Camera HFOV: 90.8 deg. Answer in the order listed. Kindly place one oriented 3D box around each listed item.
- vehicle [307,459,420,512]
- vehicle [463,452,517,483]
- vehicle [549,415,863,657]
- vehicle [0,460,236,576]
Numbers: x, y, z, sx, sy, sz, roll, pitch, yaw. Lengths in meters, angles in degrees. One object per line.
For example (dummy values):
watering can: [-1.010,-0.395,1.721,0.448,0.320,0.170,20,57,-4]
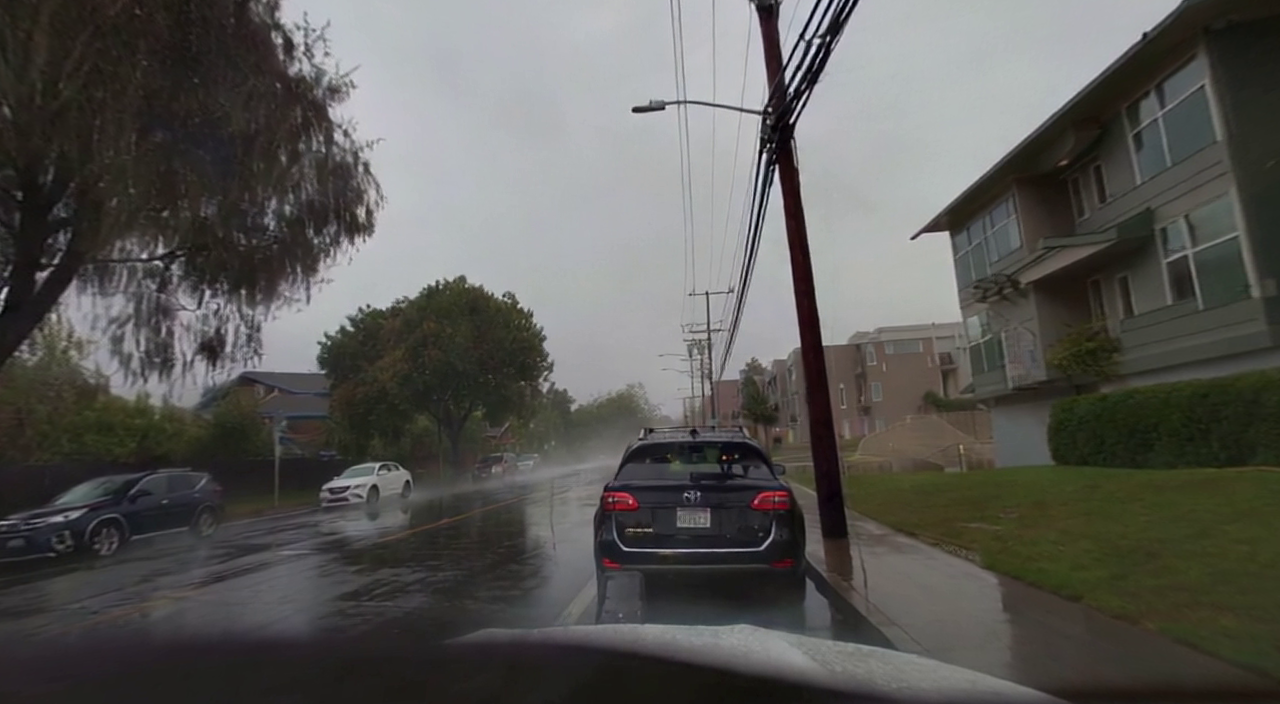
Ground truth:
vehicle: [-10.543,5.073,24.493,2.017,1.582,4.664,-7,-9,4]
vehicle: [-9.360,7.200,39.735,2.011,1.801,4.676,-1,-8,3]
vehicle: [0.593,1.543,6.530,2.030,1.535,4.683,-1,-8,4]
vehicle: [-10.779,3.228,12.867,2.068,1.745,4.579,-7,-9,1]
